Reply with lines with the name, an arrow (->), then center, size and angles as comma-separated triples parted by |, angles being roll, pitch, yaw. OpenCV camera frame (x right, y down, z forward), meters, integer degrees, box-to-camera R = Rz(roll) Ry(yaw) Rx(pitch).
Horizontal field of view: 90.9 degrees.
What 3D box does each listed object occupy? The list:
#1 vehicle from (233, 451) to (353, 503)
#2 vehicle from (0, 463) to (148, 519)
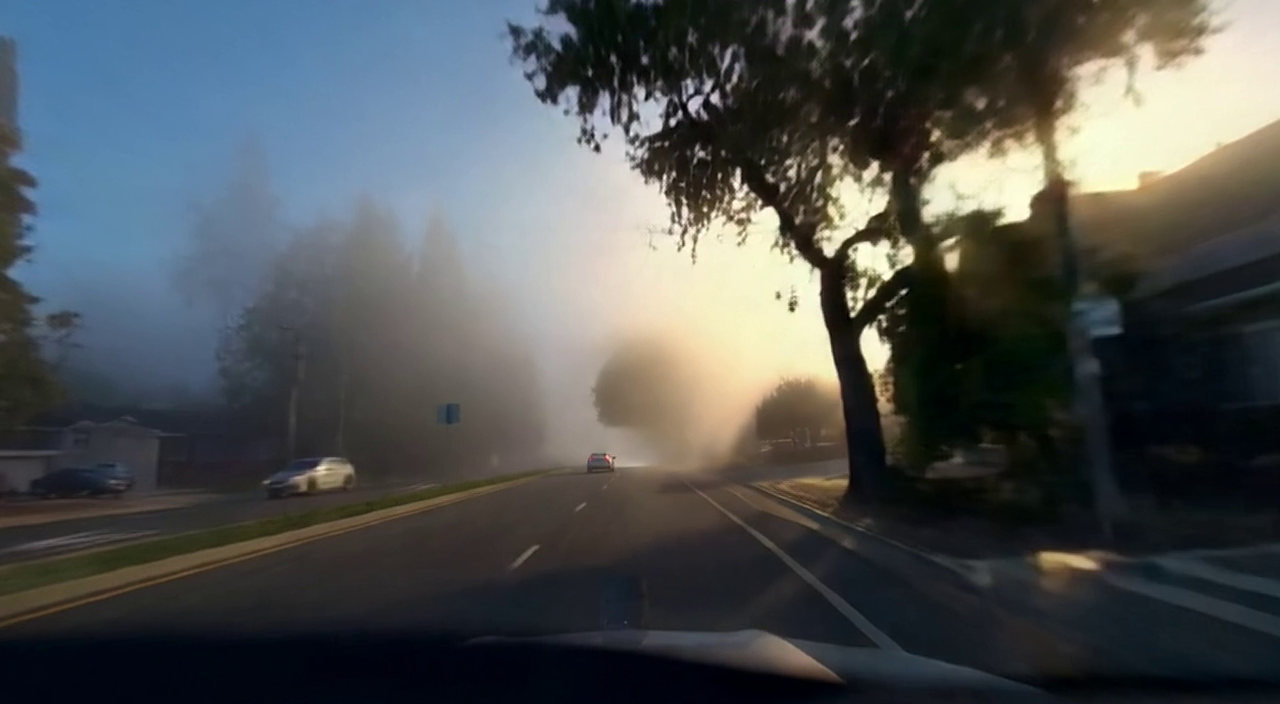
vehicle -> -13.319, 4.780, 24.594 | 2.005, 1.739, 4.563 | 0, -8, 1
vehicle -> -19.527, 4.606, 21.097 | 4.553, 1.681, 1.931 | -1, -8, 4
